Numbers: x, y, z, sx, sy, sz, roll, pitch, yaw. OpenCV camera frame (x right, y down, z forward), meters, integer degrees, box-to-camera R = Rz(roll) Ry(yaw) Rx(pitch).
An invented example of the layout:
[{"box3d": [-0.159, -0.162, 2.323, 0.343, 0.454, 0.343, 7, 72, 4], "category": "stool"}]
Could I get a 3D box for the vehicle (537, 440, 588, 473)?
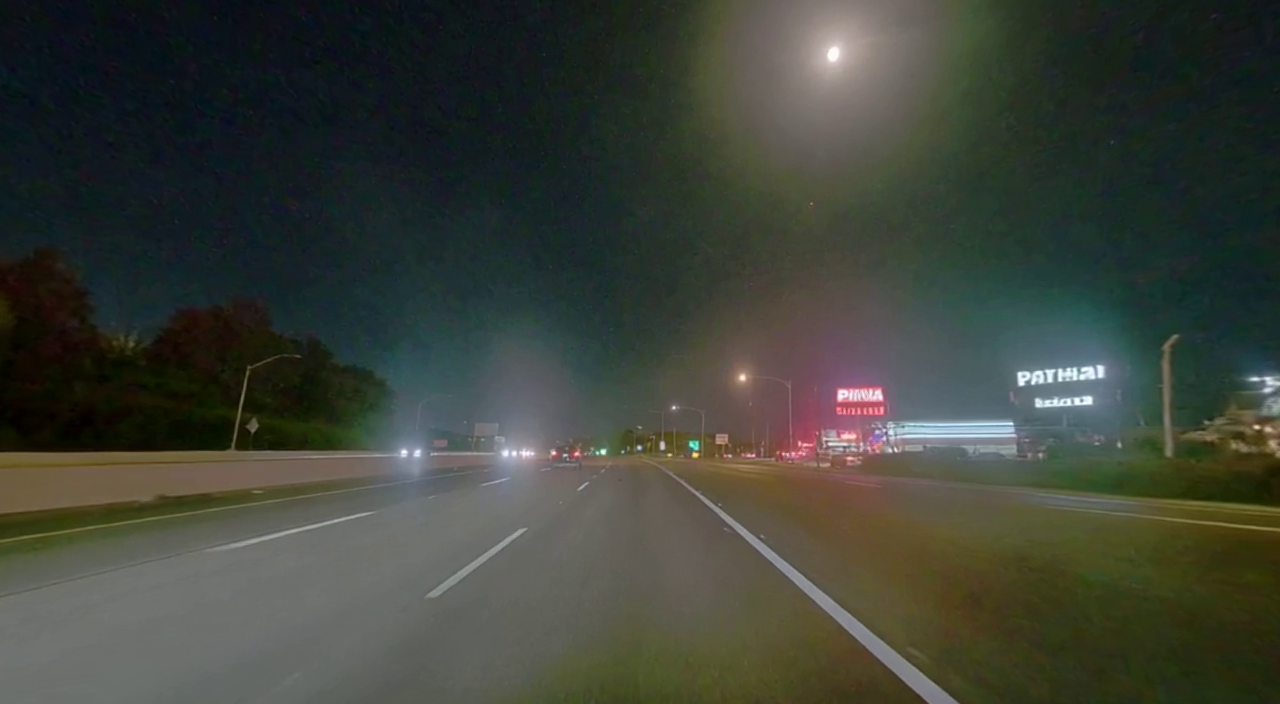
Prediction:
[{"box3d": [-4.403, 6.019, 36.665, 2.236, 1.736, 5.585, 0, -8, 0], "category": "vehicle"}]
